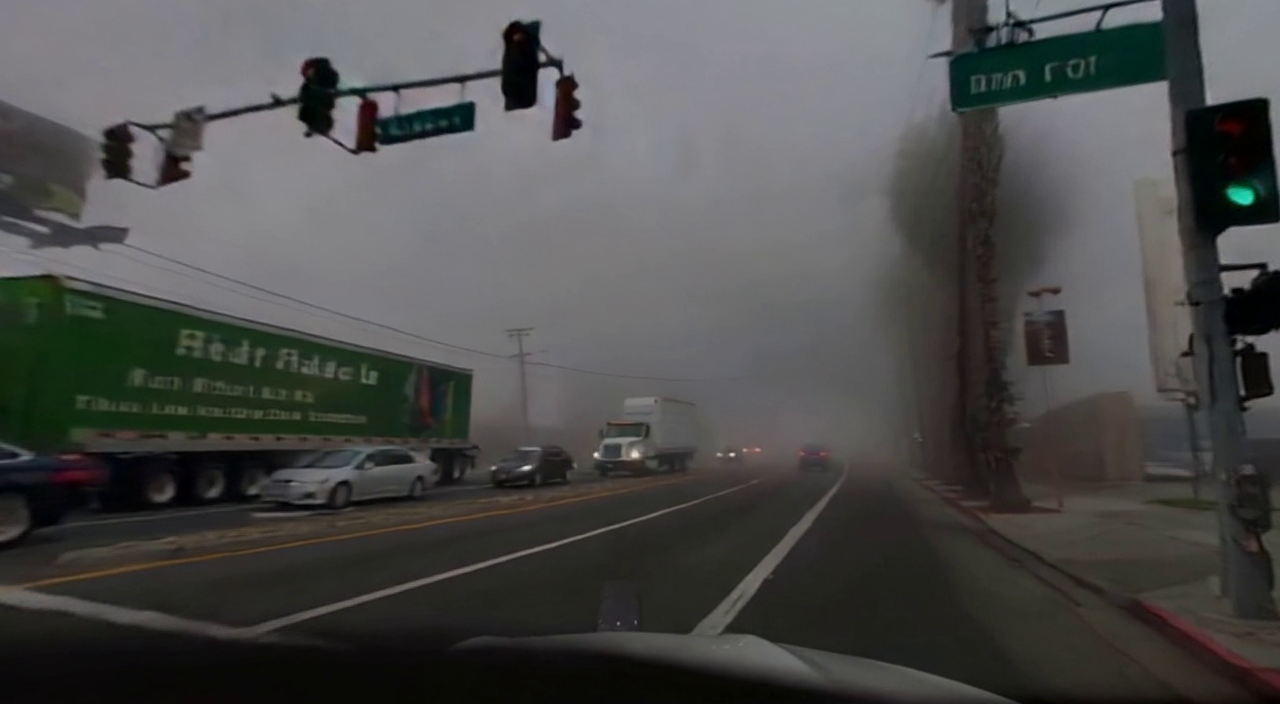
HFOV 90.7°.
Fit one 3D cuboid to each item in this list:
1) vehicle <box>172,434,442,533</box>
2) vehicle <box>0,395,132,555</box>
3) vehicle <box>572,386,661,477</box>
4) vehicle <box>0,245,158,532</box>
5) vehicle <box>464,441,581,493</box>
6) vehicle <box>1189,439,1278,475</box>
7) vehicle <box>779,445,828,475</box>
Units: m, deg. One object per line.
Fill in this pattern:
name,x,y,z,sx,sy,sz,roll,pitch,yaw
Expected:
vehicle,-6.533,2.569,13.241,1.949,1.510,4.958,-5,-7,19
vehicle,-9.069,1.392,6.840,2.200,1.893,5.079,-5,-10,17
vehicle,-1.047,3.755,29.607,3.027,3.903,3.372,-4,-9,21
vehicle,-11.859,0.316,8.257,3.029,4.352,8.167,-3,-9,19
vehicle,-3.854,3.899,21.620,1.919,1.512,4.443,-5,-10,19
vehicle,28.305,5.006,30.323,1.697,1.559,3.647,-3,-9,20
vehicle,9.127,5.911,34.974,2.040,1.492,5.114,-3,-9,20
